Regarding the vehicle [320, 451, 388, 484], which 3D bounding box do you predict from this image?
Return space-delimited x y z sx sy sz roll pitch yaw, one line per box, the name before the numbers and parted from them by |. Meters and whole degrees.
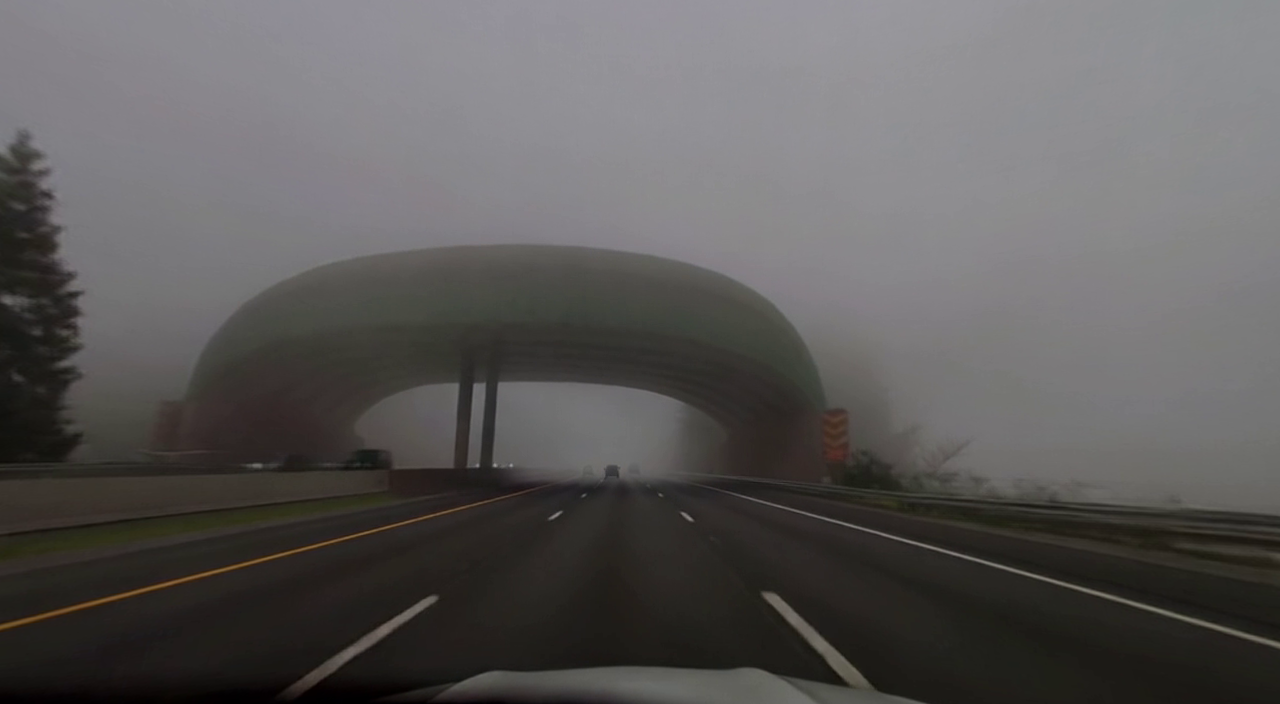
vehicle | -16.375 6.673 36.353 1.973 1.717 4.397 1 -10 -2
